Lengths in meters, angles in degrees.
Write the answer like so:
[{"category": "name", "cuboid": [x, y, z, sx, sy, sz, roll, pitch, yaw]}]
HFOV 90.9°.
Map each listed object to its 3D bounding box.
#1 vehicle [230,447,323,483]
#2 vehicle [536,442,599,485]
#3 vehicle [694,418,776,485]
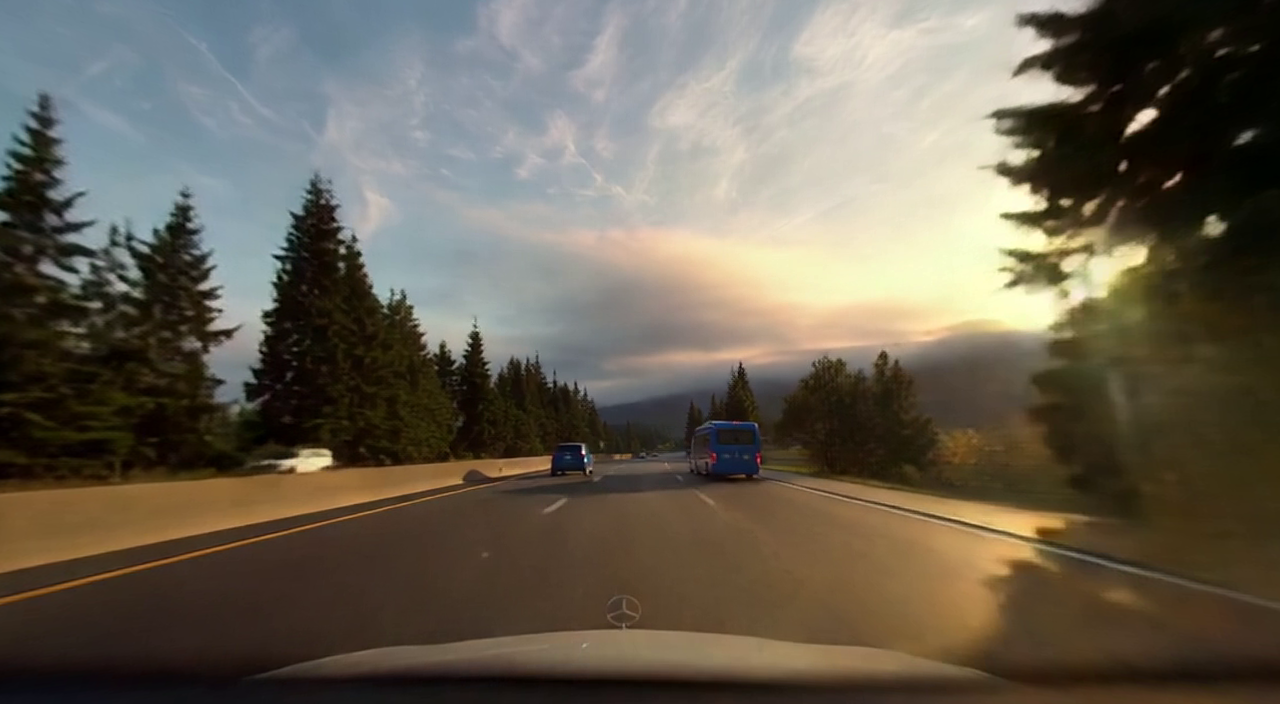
[{"category": "vehicle", "cuboid": [-20.808, 6.469, 36.390, 2.260, 1.868, 5.177, 0, -9, 0]}, {"category": "vehicle", "cuboid": [-2.938, 4.664, 26.677, 2.020, 1.619, 4.690, 0, -9, 1]}, {"category": "vehicle", "cuboid": [4.040, 4.464, 28.330, 2.614, 2.655, 6.429, 0, -9, -1]}]
